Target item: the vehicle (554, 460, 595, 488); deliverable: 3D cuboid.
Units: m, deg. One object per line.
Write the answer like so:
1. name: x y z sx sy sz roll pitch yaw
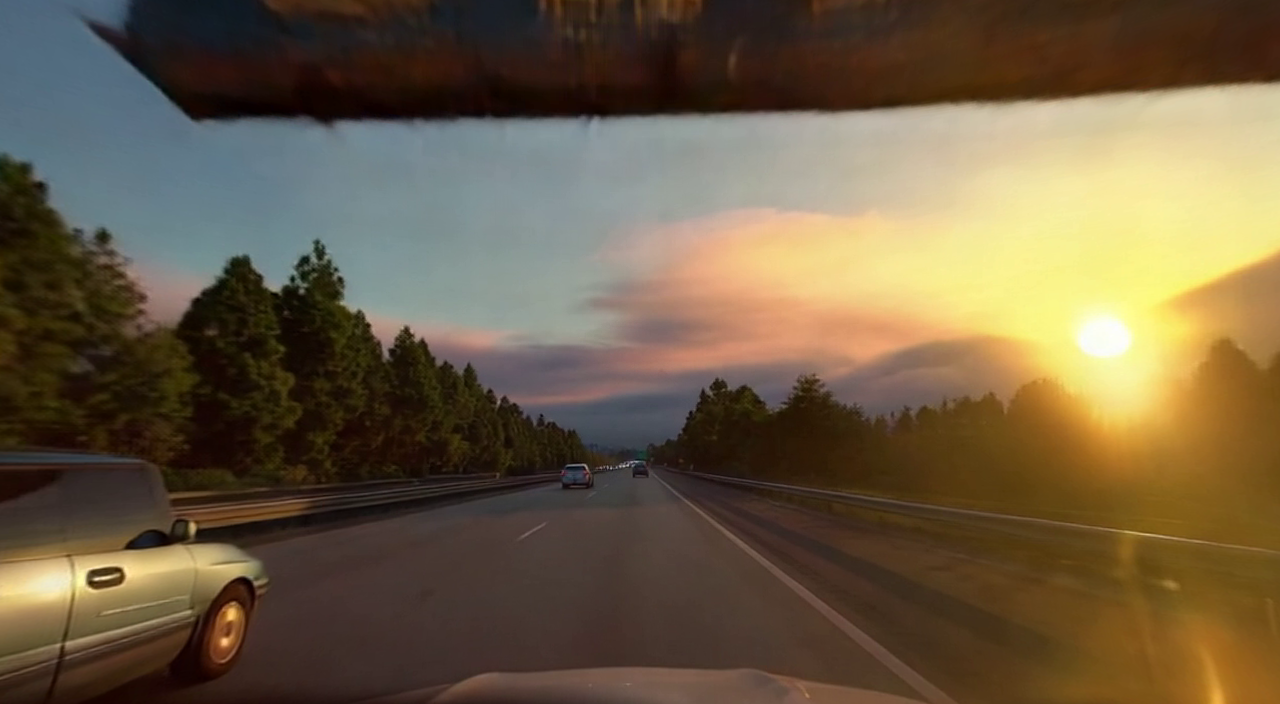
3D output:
1. vehicle: -4.001 7.565 39.267 2.081 1.586 4.245 1 -10 0
